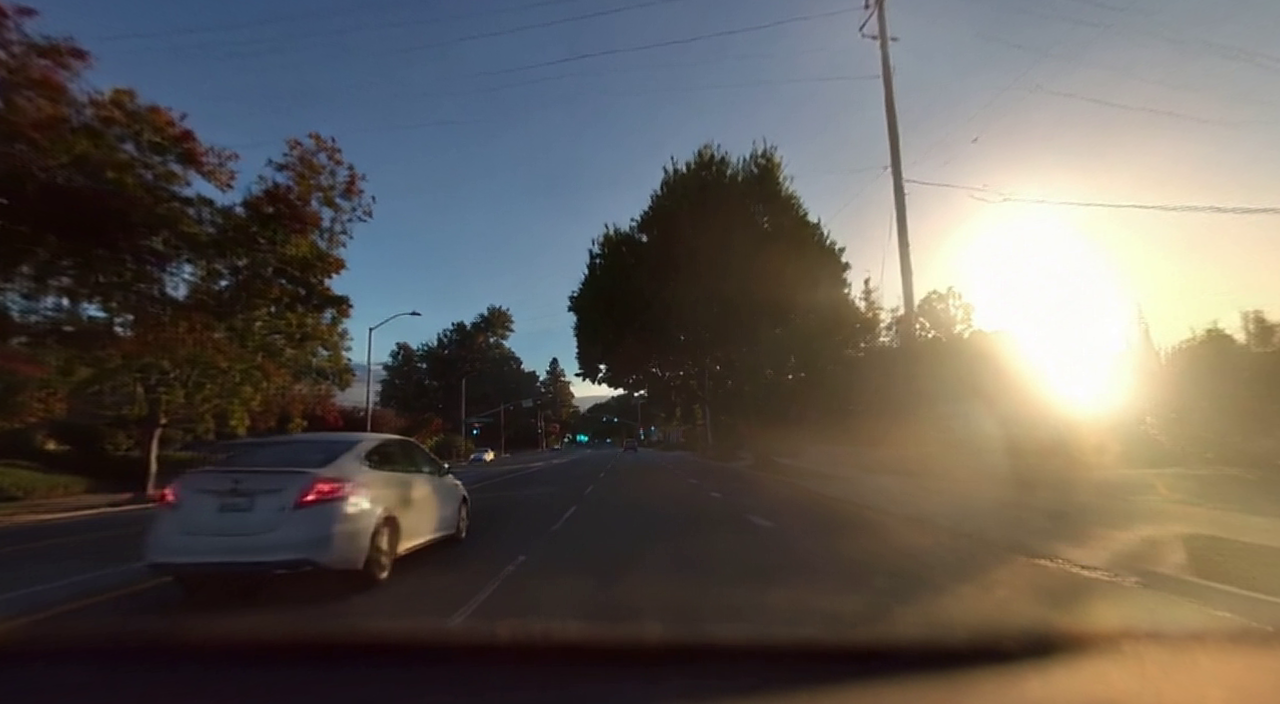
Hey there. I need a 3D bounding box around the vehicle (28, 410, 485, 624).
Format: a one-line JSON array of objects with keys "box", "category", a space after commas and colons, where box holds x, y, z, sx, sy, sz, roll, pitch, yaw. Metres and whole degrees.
[{"box": [-3.233, 1.478, 6.634, 2.113, 1.493, 4.222, 0, -8, 0], "category": "vehicle"}]
